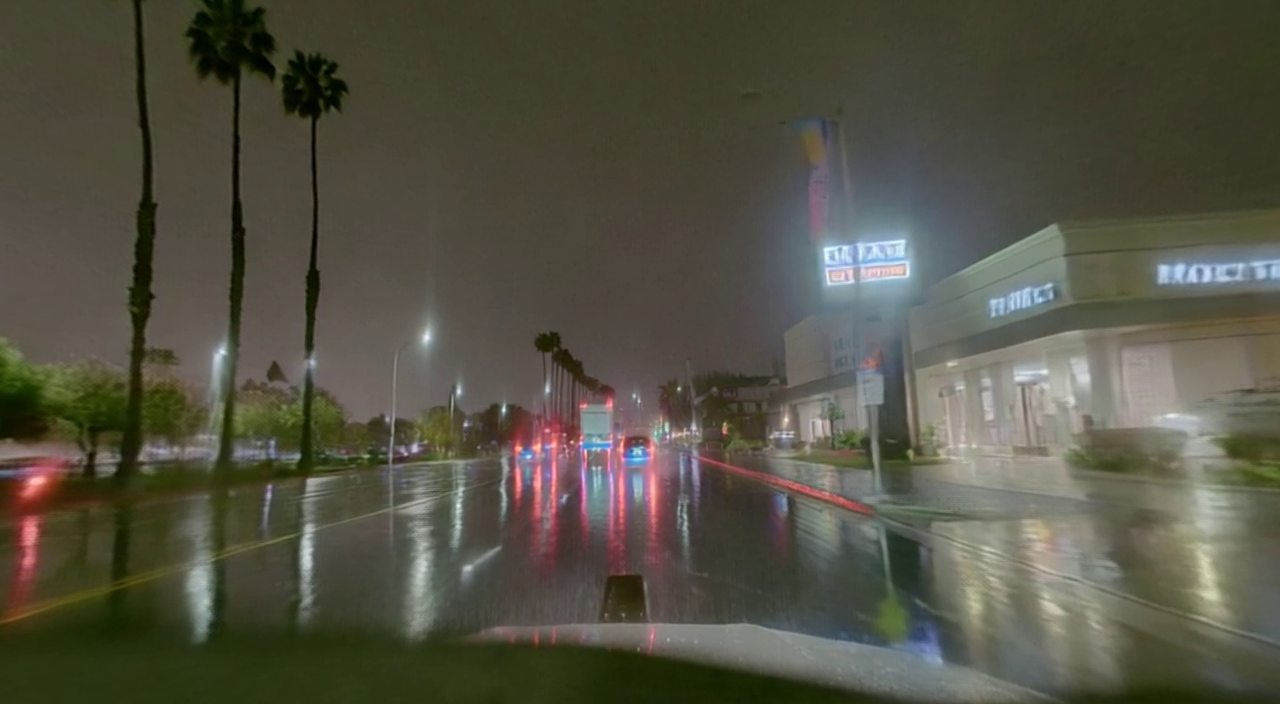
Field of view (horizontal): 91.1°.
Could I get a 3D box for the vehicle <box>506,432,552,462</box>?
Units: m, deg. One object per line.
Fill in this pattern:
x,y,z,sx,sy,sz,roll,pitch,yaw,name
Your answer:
-7.159,6.198,40.934,2.014,1.830,4.281,0,-9,2,vehicle

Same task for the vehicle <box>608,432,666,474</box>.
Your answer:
-0.089,4.050,25.303,2.144,1.514,4.063,0,-9,1,vehicle
